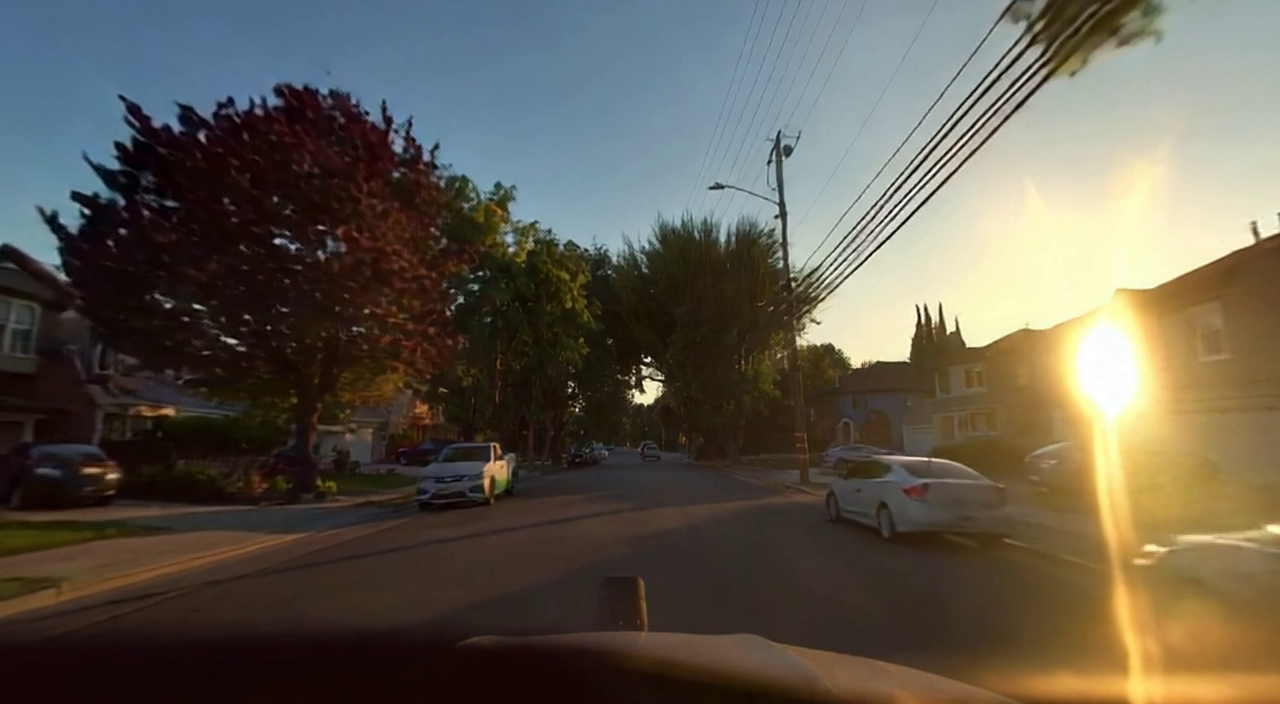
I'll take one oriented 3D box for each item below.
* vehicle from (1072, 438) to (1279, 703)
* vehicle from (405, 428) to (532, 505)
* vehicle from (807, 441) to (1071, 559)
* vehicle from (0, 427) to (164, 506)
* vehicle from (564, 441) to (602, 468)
[{"bbox_3d":[4.298,1.076,2.518,2.031,1.471,4.328,0,-8,-1],"label":"vehicle"},{"bbox_3d":[-4.590,3.103,17.873,2.164,1.810,5.044,1,-7,0],"label":"vehicle"},{"bbox_3d":[4.478,2.258,10.549,2.094,1.490,4.739,0,-8,0],"label":"vehicle"},{"bbox_3d":[-14.200,2.734,15.452,4.702,1.675,1.984,-4,-9,25],"label":"vehicle"},{"bbox_3d":[-4.032,7.376,45.591,2.207,1.669,4.363,-2,-7,1],"label":"vehicle"}]
